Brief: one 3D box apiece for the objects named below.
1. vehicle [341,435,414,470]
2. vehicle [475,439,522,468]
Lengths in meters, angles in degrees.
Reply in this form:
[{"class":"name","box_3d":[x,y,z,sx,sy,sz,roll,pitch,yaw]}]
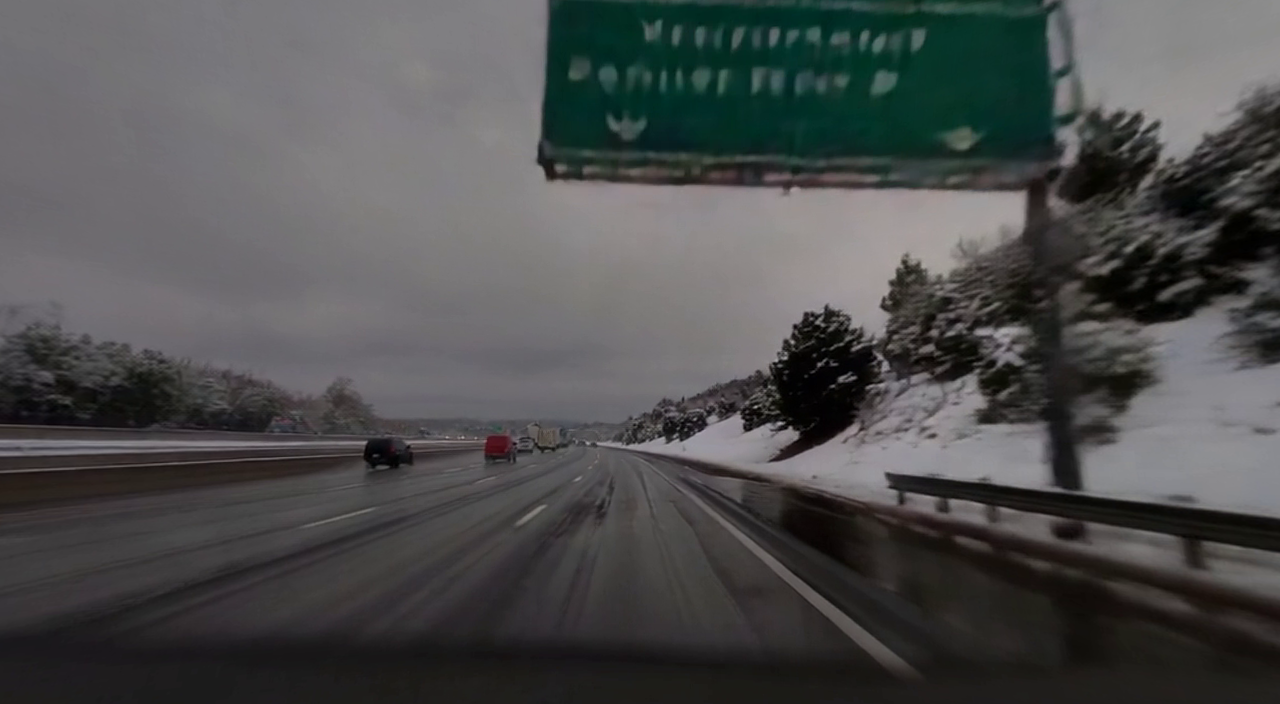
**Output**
[{"class":"vehicle","box_3d":[-15.894,6.112,38.639,2.240,1.953,5.452,0,-9,-2]},{"class":"vehicle","box_3d":[-9.011,6.472,40.511,2.104,1.715,4.319,0,-9,-1]}]
